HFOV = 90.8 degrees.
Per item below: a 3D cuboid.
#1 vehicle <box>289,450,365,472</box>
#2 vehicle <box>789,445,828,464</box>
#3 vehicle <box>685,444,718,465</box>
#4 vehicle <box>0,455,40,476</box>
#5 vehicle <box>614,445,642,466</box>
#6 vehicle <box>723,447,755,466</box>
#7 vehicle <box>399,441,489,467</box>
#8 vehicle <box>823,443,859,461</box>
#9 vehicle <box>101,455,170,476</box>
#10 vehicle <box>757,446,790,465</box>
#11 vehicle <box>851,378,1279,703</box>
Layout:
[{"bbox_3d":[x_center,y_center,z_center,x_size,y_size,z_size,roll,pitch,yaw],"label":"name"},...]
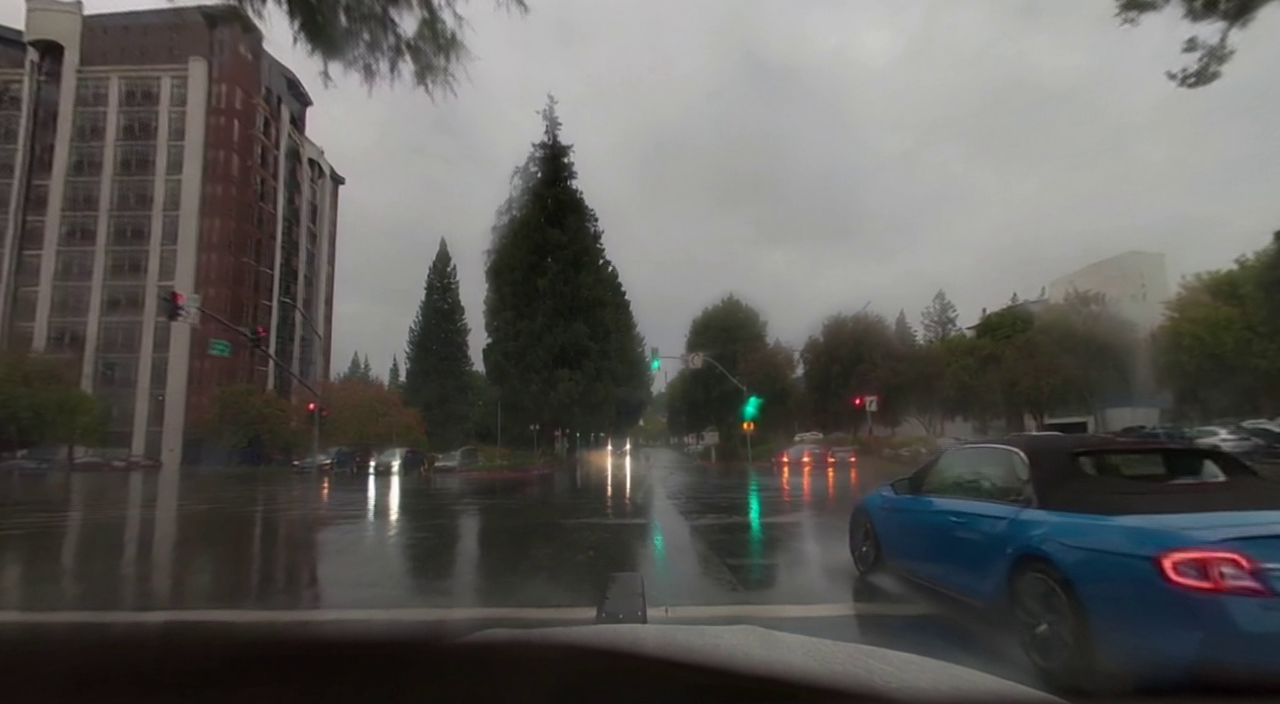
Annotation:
[{"bbox_3d":[-21.563,7.509,43.587,4.207,1.508,1.875,0,-9,2],"label":"vehicle"},{"bbox_3d":[12.803,7.781,48.113,2.006,1.371,3.426,0,-9,0],"label":"vehicle"},{"bbox_3d":[4.597,7.754,47.952,1.983,1.453,4.180,0,-9,-1],"label":"vehicle"},{"bbox_3d":[-46.142,8.253,45.980,1.627,1.392,3.330,0,-9,0],"label":"vehicle"},{"bbox_3d":[-0.928,7.874,48.214,2.024,1.489,4.613,0,-9,-1],"label":"vehicle"},{"bbox_3d":[7.503,7.962,48.266,1.889,1.358,3.751,0,-9,1],"label":"vehicle"},{"bbox_3d":[-14.600,7.645,47.302,6.021,1.868,2.172,0,-9,1],"label":"vehicle"},{"bbox_3d":[15.311,7.627,48.233,1.704,1.365,3.315,0,-9,1],"label":"vehicle"},{"bbox_3d":[-36.236,8.159,45.471,1.709,1.410,3.945,0,-9,-1],"label":"vehicle"},{"bbox_3d":[10.108,7.860,48.004,1.692,1.343,3.352,0,-9,-1],"label":"vehicle"},{"bbox_3d":[3.309,1.195,4.718,1.903,1.529,4.254,0,-9,-1],"label":"vehicle"}]
